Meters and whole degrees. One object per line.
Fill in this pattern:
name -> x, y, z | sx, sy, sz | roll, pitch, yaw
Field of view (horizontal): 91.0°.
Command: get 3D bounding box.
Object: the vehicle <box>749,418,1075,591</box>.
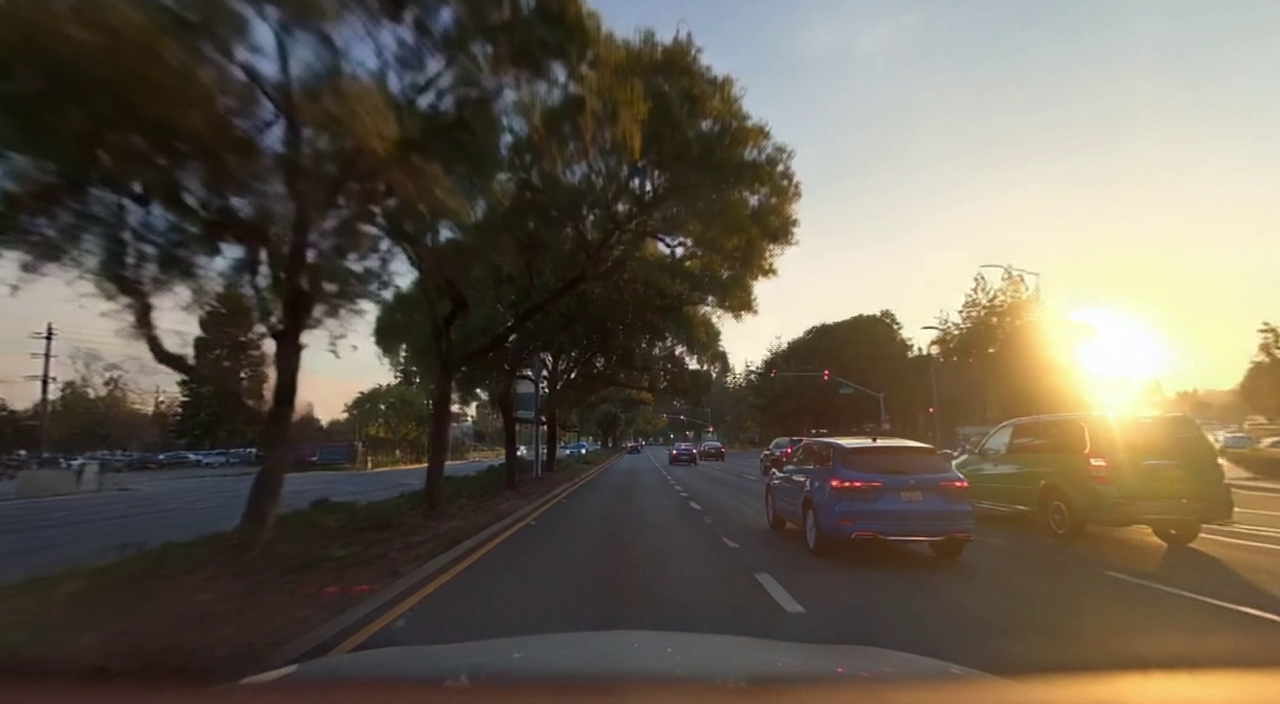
vehicle -> 2.899, 1.739, 8.238 | 1.932, 1.547, 4.992 | 0, -8, -2

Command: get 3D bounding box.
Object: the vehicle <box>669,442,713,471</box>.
vehicle -> 2.705, 5.710, 34.526 | 1.980, 1.484, 4.093 | 0, -8, -1

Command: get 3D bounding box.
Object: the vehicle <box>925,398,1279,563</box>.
vehicle -> 6.424, 1.756, 9.331 | 2.153, 1.811, 4.595 | 0, -8, -1
